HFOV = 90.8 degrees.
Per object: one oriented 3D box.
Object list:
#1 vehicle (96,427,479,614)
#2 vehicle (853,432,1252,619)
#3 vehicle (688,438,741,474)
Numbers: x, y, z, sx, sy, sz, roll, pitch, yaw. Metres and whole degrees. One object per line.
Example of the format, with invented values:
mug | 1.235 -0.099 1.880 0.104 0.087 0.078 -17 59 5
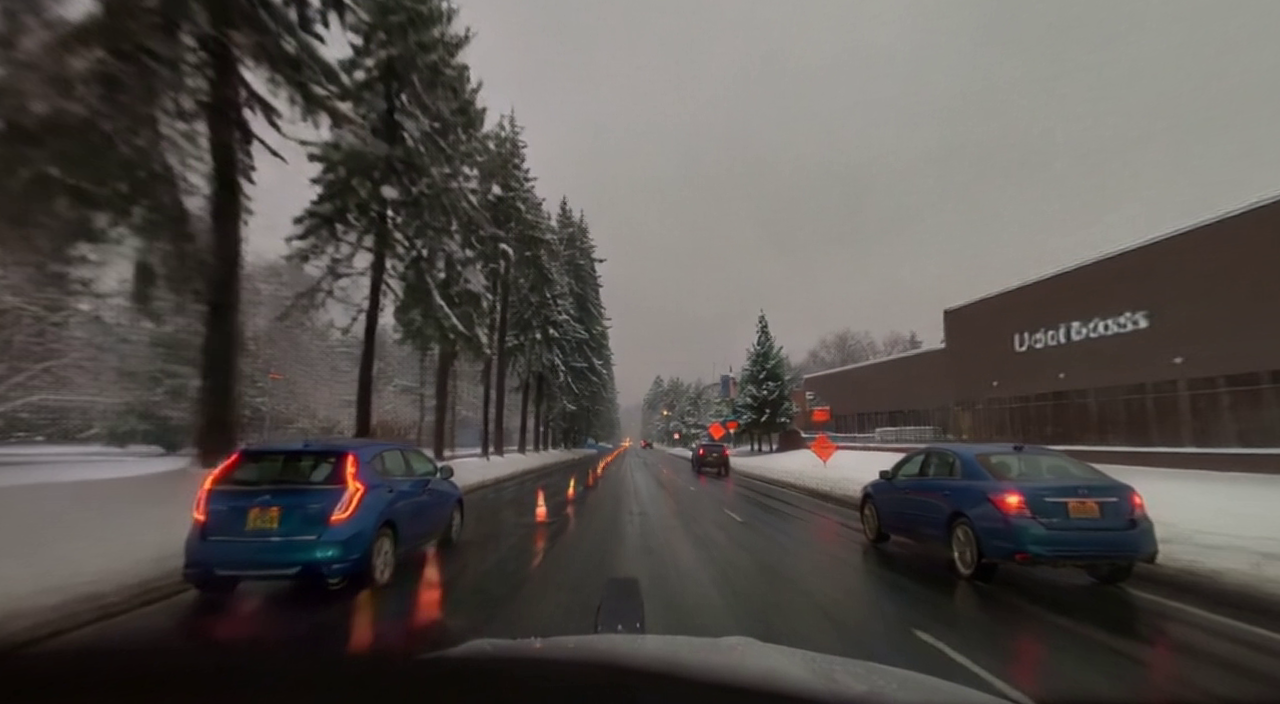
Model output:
vehicle | -3.350 1.664 7.178 2.020 1.474 4.098 0 -9 -1
vehicle | 3.993 1.689 7.049 1.827 1.491 3.743 0 -9 -1
vehicle | 3.893 5.534 33.835 2.159 1.793 4.735 0 -9 -2
